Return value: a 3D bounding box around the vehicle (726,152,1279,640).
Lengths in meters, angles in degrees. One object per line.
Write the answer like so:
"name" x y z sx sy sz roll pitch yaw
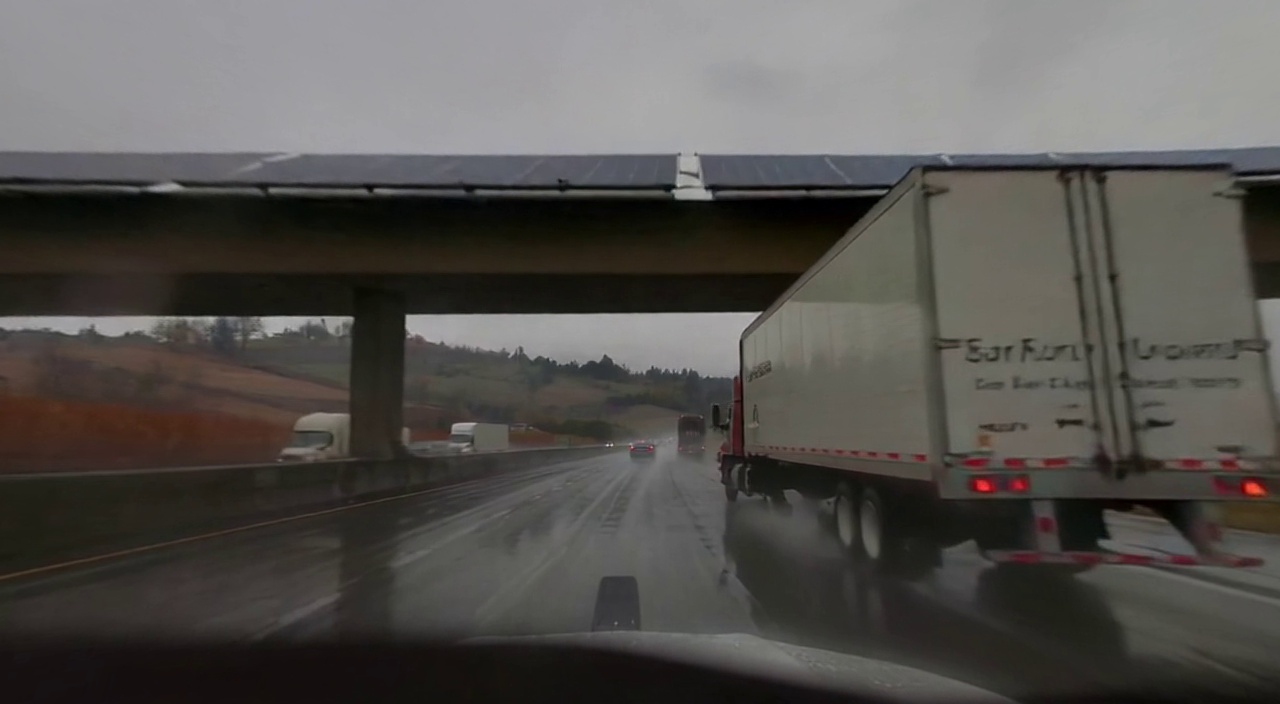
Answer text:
"vehicle" 3.593 0.937 9.660 2.967 3.633 10.015 0 -8 -1

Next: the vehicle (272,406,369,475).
"vehicle" -20.239 5.664 40.310 2.955 4.012 5.867 -1 -8 1

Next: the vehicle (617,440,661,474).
"vehicle" -0.035 5.307 32.064 2.066 1.581 4.268 -1 -8 0
